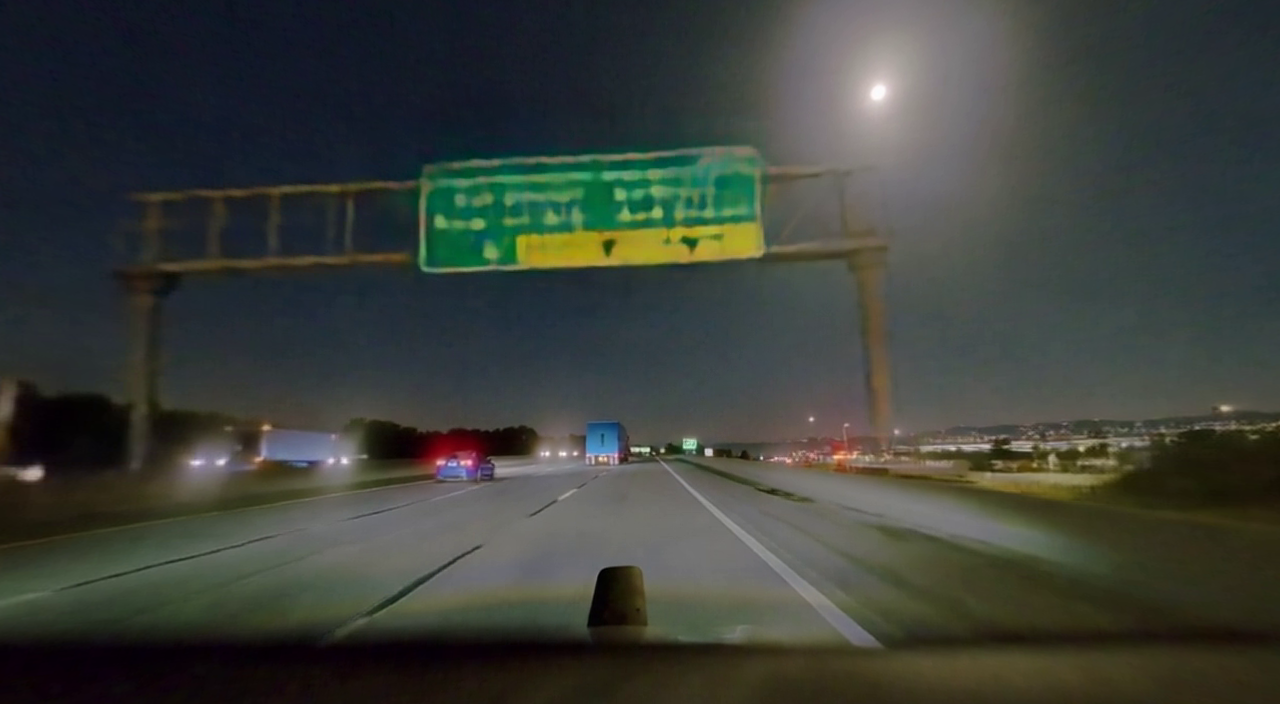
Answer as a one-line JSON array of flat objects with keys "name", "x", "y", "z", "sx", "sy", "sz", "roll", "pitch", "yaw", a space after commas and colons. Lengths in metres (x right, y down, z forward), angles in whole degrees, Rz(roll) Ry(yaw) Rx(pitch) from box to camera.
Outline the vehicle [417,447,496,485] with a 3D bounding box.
[{"name": "vehicle", "x": -7.717, "y": 4.812, "z": 26.924, "sx": 1.901, "sy": 1.467, "sz": 4.629, "roll": 0, "pitch": -8, "yaw": 1}]
